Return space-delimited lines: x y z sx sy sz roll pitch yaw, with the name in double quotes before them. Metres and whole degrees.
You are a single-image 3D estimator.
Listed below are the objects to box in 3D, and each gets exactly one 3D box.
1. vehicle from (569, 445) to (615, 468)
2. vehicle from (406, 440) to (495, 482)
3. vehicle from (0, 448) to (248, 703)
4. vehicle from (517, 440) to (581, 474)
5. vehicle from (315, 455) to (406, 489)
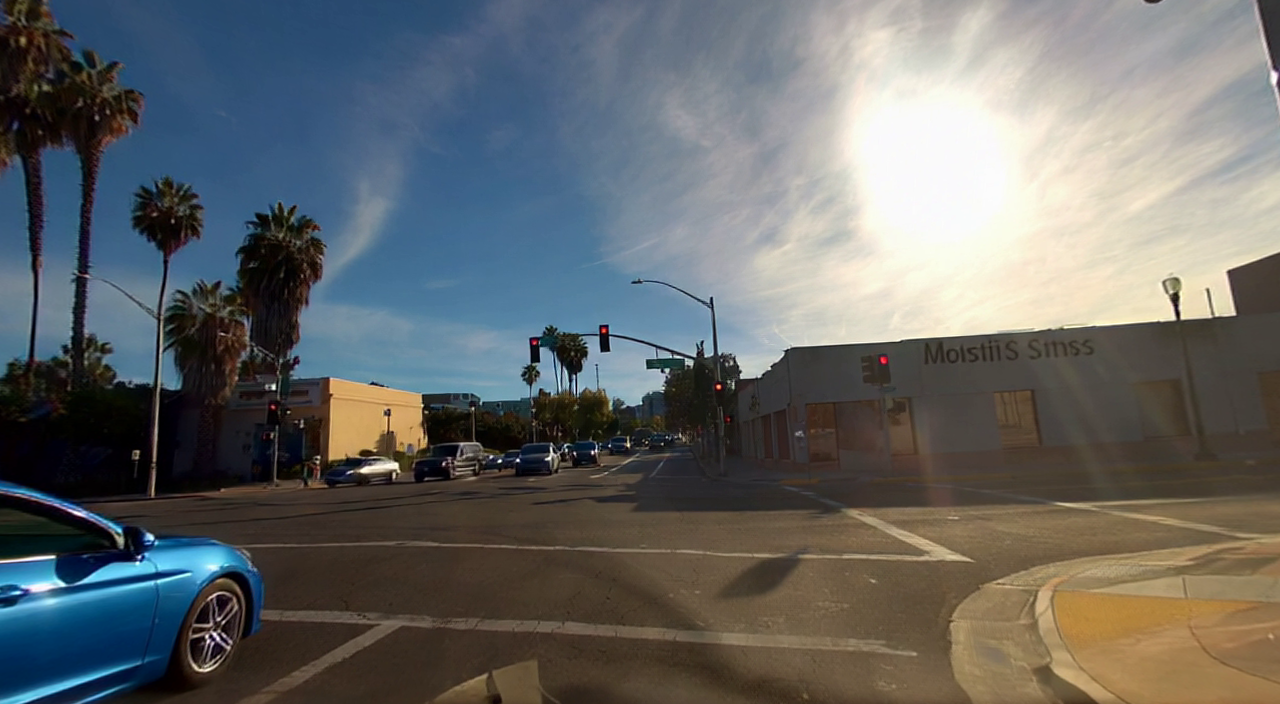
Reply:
"vehicle" -3.246 7.208 43.841 1.839 1.468 4.549 -2 -9 13
"vehicle" -9.082 5.292 30.936 2.152 1.825 5.406 -1 -9 7
"vehicle" -3.698 1.018 2.260 1.850 1.325 4.295 0 -9 0
"vehicle" -4.890 5.726 34.639 2.092 1.709 4.775 -2 -9 9
"vehicle" -13.011 5.589 29.724 1.880 1.440 4.418 -1 -9 6
